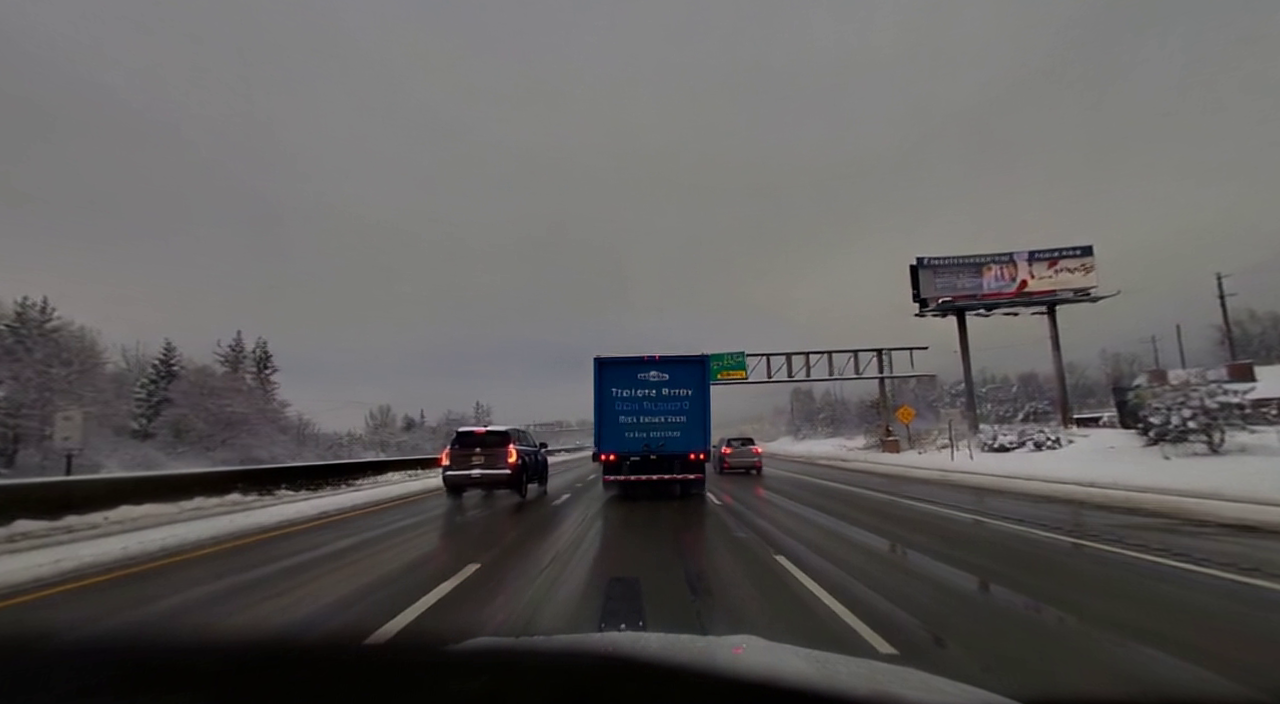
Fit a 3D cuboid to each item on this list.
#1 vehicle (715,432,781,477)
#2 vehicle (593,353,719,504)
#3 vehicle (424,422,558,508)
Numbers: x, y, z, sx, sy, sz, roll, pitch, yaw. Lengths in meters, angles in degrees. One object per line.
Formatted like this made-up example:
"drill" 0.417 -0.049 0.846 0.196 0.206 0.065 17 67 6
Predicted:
"vehicle" 4.391 4.244 26.413 1.986 1.718 4.296 0 -8 0
"vehicle" 0.423 2.264 18.087 2.733 3.296 8.571 0 -8 1
"vehicle" -3.488 2.741 15.748 2.133 1.808 4.349 -1 -8 2
